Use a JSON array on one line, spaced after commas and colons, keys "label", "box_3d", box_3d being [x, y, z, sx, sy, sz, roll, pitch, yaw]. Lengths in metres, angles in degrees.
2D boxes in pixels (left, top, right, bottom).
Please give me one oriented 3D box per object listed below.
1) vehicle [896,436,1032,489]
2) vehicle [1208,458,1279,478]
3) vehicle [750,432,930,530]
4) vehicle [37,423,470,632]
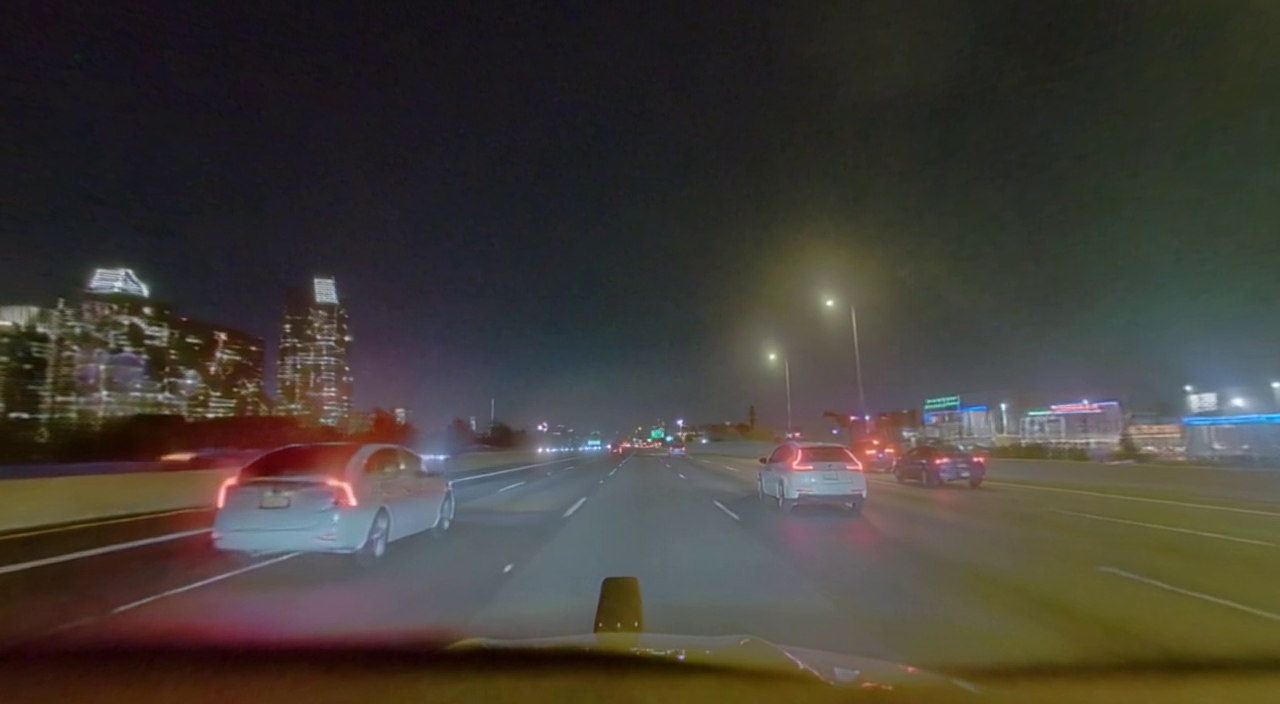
[{"label": "vehicle", "box_3d": [10.323, 3.553, 20.578, 2.019, 1.529, 4.385, 0, -9, -1]}, {"label": "vehicle", "box_3d": [44.214, 8.444, 46.043, 3.765, 1.422, 1.794, 0, -9, 1]}, {"label": "vehicle", "box_3d": [3.463, 2.309, 11.877, 1.961, 1.504, 4.094, 0, -9, -1]}, {"label": "vehicle", "box_3d": [-3.467, 1.632, 6.914, 1.975, 1.536, 4.295, 0, -9, 1]}]
